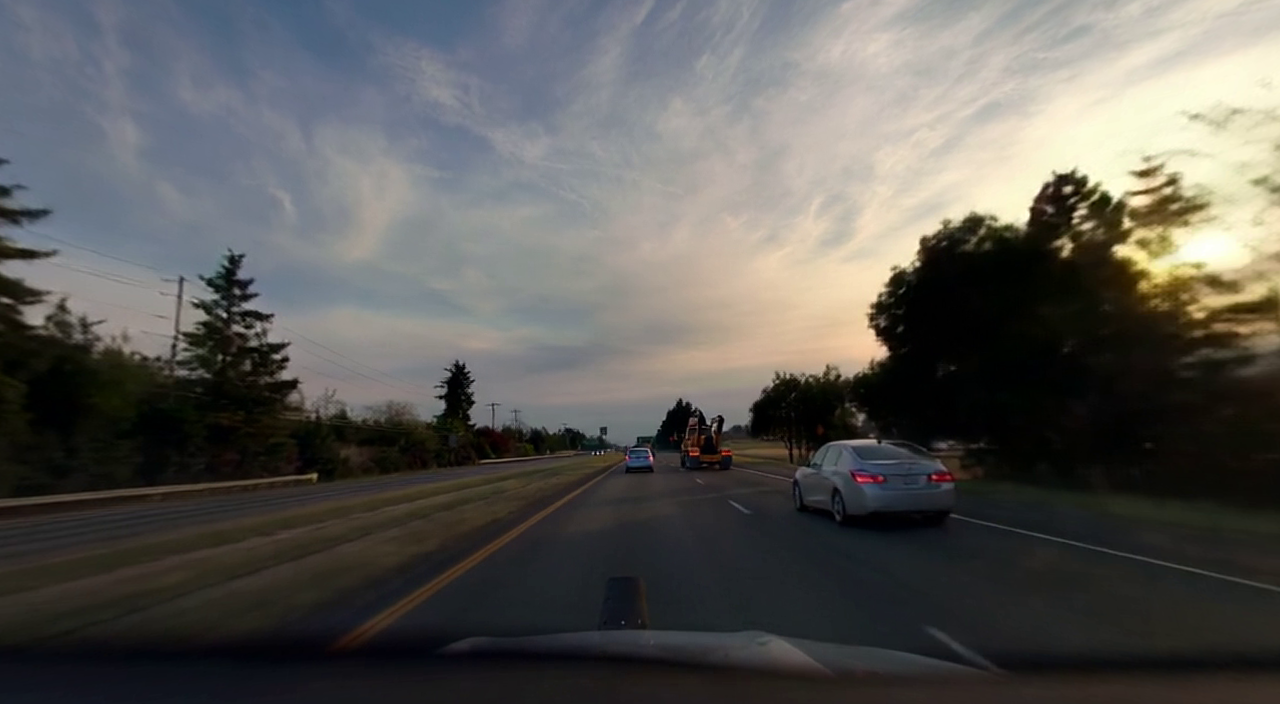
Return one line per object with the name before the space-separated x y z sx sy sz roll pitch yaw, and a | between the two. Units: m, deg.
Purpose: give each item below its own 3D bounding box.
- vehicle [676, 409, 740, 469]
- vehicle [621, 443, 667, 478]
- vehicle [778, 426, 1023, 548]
vehicle | 4.247 5.783 41.483 3.089 3.568 8.101 0 -9 -1
vehicle | 0.152 5.165 30.282 2.045 1.527 4.023 0 -9 -1
vehicle | 3.748 2.024 10.022 2.168 1.529 3.883 0 -9 -1
